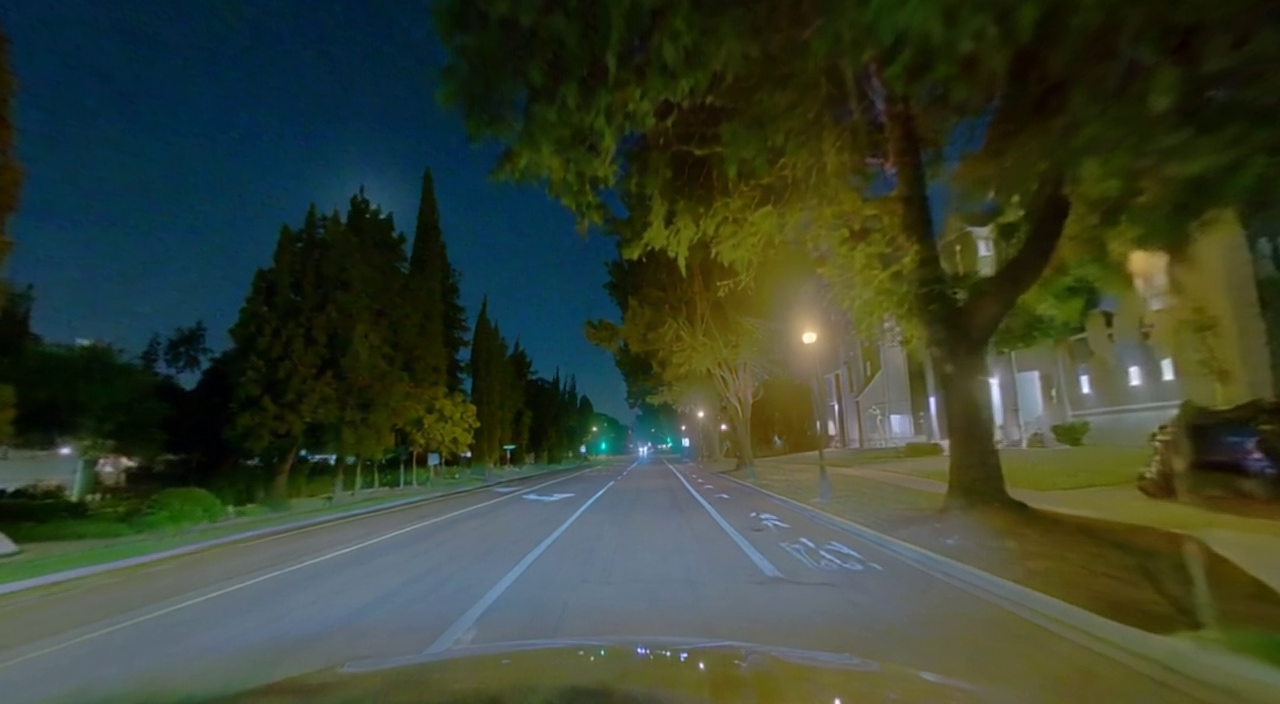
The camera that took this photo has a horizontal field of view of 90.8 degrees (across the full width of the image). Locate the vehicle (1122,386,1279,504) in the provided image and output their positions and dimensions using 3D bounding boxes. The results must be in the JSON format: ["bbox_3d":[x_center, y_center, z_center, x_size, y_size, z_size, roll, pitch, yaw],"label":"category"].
[{"bbox_3d":[10.935,1.406,9.608,2.187,1.786,5.323,2,-9,-16],"label":"vehicle"}]
